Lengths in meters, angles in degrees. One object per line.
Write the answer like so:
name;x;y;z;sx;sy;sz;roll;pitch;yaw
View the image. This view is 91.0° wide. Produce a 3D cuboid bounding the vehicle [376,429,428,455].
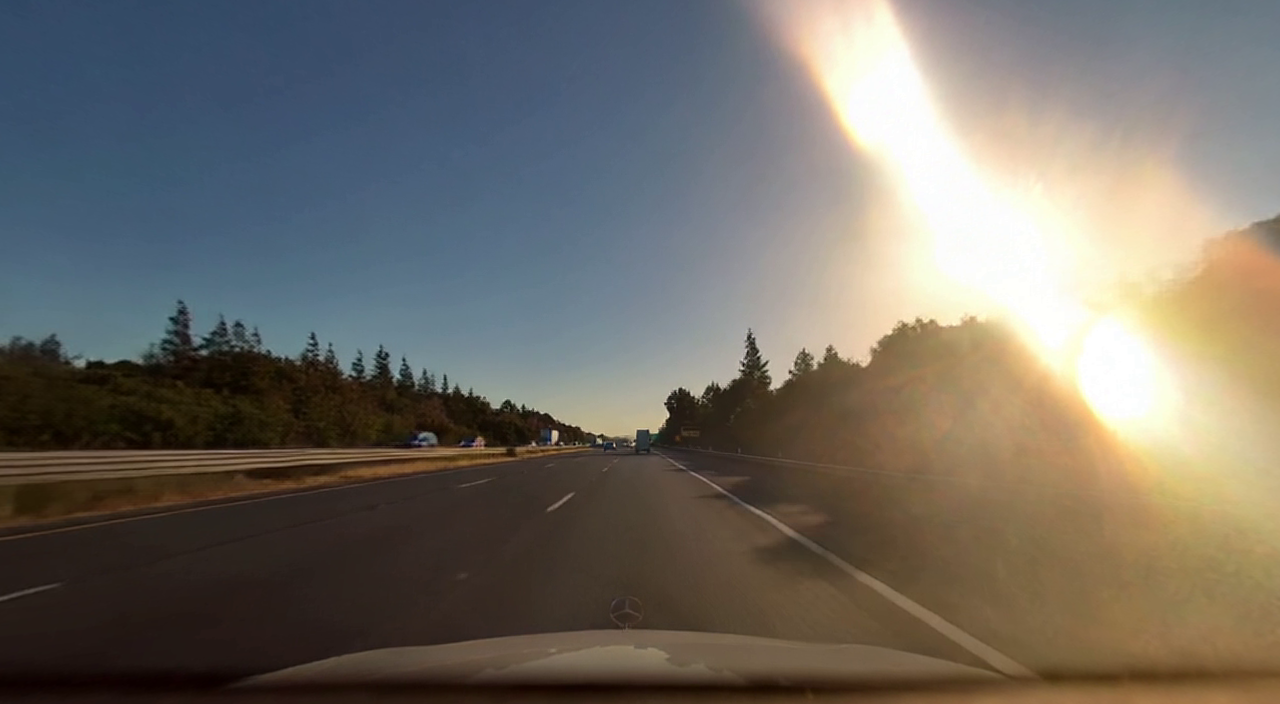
vehicle;-16.113;6.107;42.766;1.811;1.674;4.243;0;-8;1
